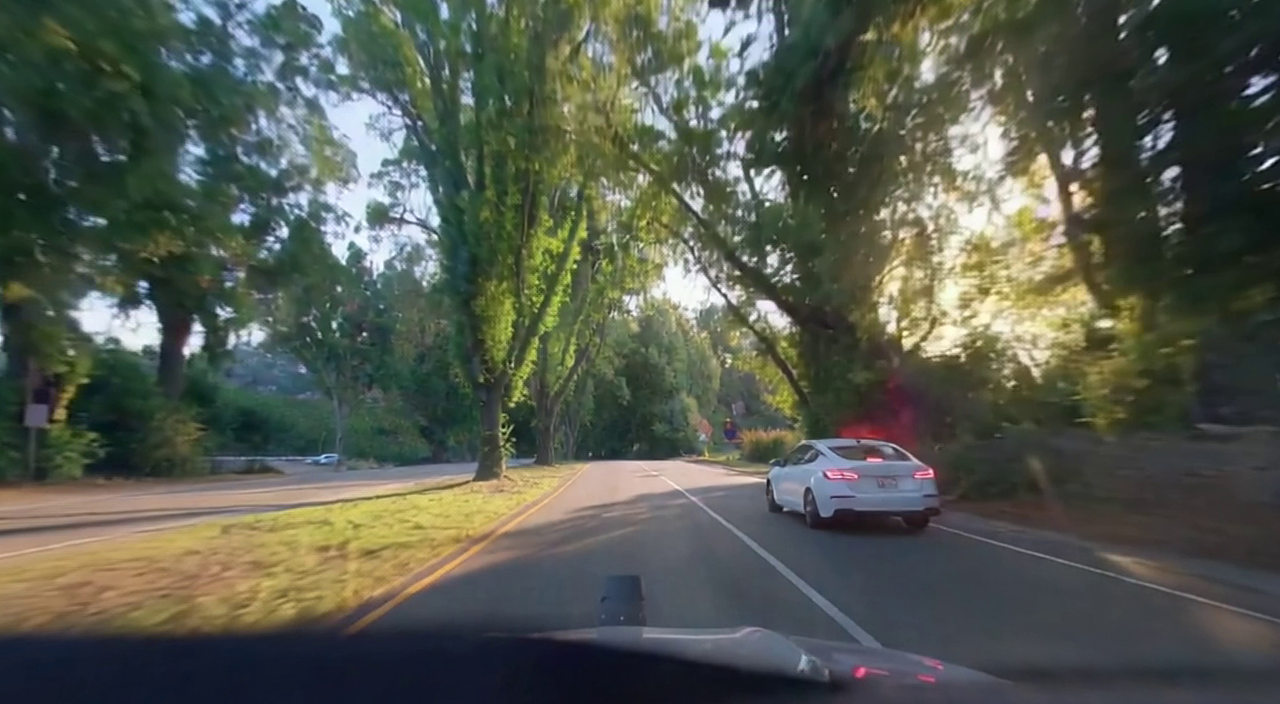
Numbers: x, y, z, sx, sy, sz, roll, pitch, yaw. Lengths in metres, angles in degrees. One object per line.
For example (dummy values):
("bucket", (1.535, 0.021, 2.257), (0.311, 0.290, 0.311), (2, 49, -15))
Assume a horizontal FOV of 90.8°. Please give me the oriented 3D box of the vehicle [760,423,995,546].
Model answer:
("vehicle", (3.526, 2.071, 10.557), (2.060, 1.584, 4.592), (0, -9, -1))
